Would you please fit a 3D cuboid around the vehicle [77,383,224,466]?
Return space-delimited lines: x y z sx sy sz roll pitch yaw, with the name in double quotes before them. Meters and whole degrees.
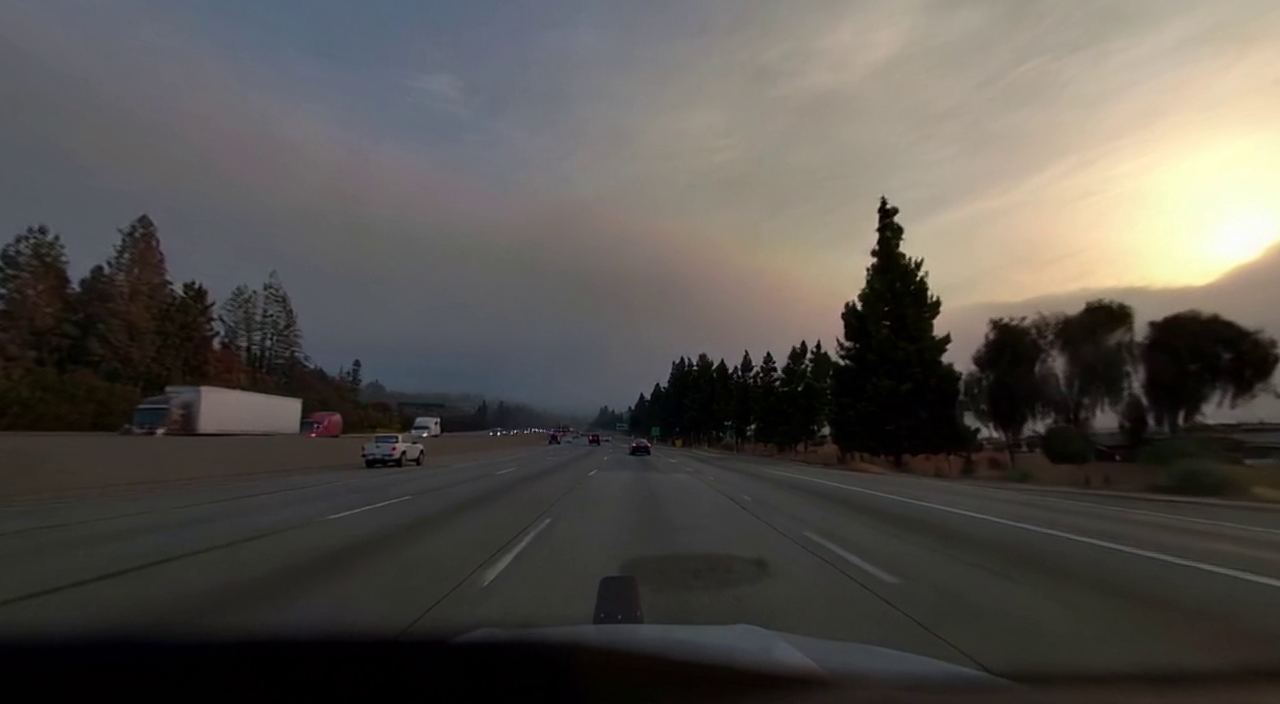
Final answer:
"vehicle" -25.324 3.851 33.104 2.984 3.948 5.839 0 -8 -2

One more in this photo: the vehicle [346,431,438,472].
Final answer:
"vehicle" -10.803 4.346 27.917 2.197 1.654 4.823 0 -8 -1

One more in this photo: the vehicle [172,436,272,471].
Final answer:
"vehicle" -17.990 4.354 27.347 1.831 1.415 3.645 0 -8 0
